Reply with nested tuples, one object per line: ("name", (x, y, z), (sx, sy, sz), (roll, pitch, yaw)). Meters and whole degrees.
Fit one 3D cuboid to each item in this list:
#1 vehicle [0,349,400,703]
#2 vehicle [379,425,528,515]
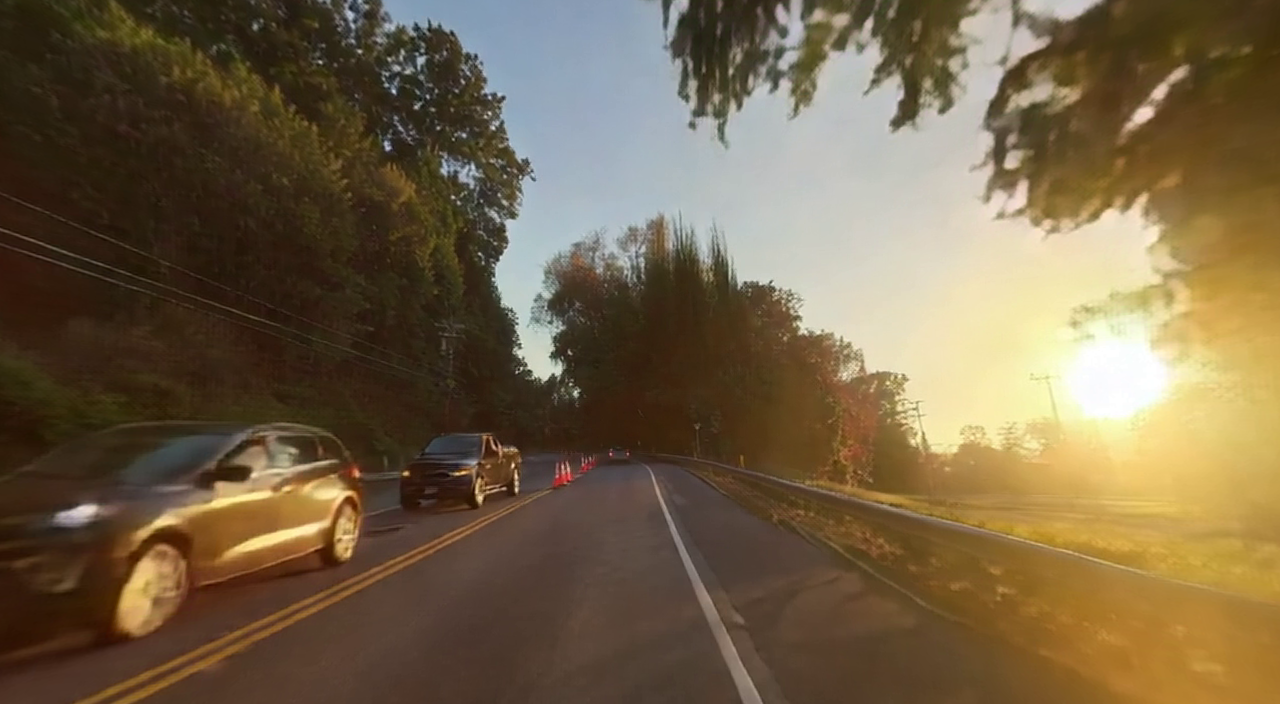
("vehicle", (-4.554, 1.269, 5.283), (2.519, 1.936, 6.288), (0, -9, 1))
("vehicle", (-4.587, 2.992, 16.643), (2.128, 1.944, 5.555), (0, -9, 1))
